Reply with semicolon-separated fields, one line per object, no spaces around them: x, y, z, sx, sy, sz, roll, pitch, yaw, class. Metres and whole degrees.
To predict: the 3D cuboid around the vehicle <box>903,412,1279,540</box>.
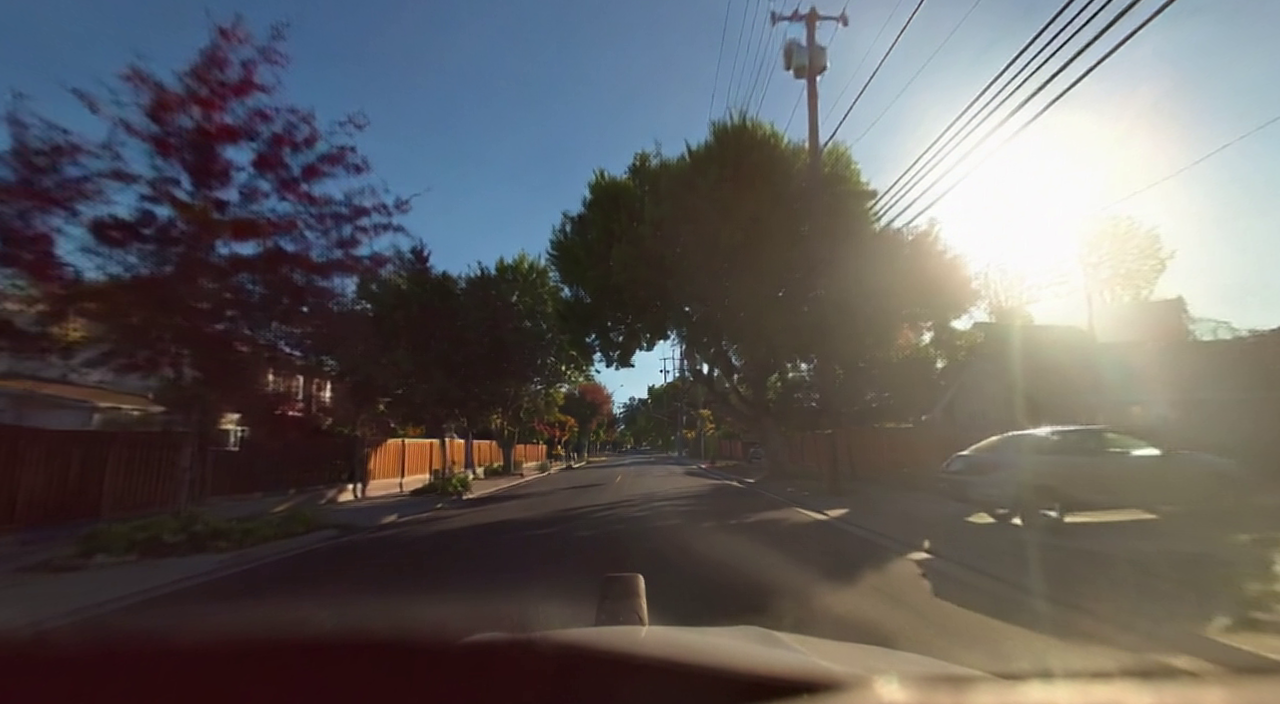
7.225;1.977;10.423;4.806;1.851;2.050;0;-9;3;vehicle
